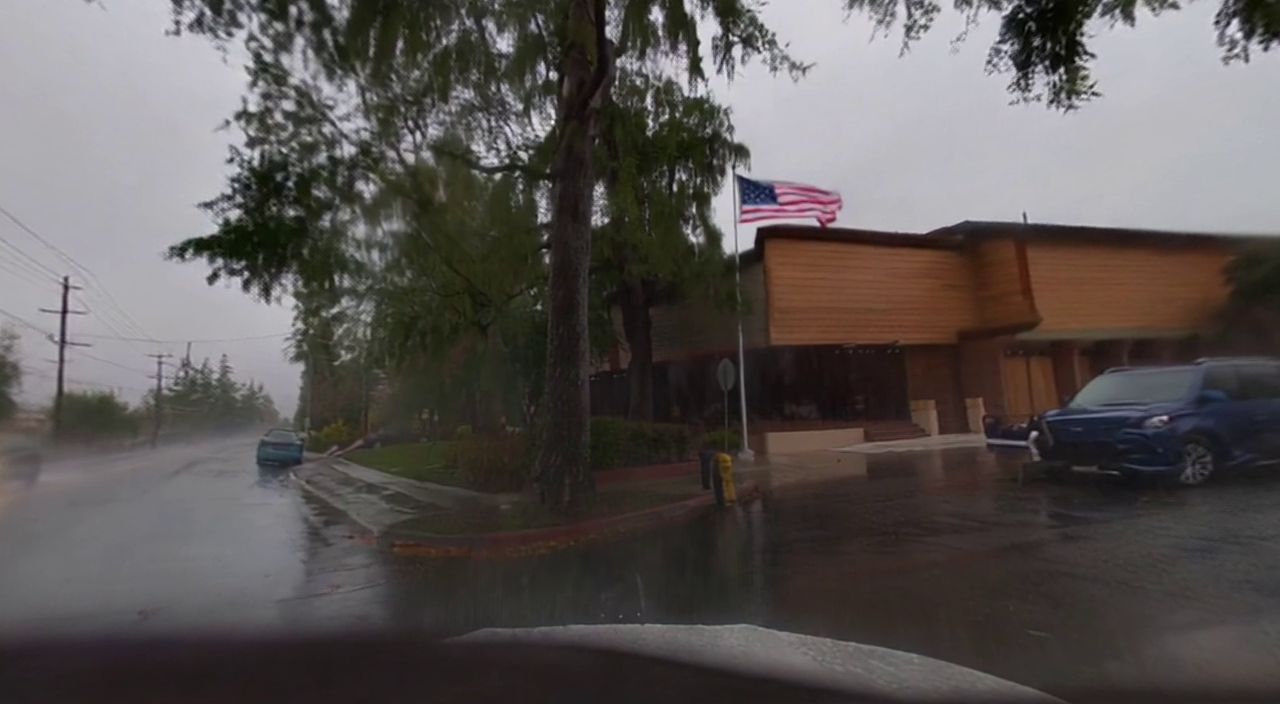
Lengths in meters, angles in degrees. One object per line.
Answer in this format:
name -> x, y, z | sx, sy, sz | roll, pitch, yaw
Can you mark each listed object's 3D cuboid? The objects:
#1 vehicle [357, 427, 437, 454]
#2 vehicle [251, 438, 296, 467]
vehicle -> -16.630, 6.068, 43.311 | 4.767, 1.735, 1.920 | 5, -10, -31
vehicle -> -20.187, 5.520, 34.833 | 1.941, 1.460, 4.206 | 5, -10, -30
